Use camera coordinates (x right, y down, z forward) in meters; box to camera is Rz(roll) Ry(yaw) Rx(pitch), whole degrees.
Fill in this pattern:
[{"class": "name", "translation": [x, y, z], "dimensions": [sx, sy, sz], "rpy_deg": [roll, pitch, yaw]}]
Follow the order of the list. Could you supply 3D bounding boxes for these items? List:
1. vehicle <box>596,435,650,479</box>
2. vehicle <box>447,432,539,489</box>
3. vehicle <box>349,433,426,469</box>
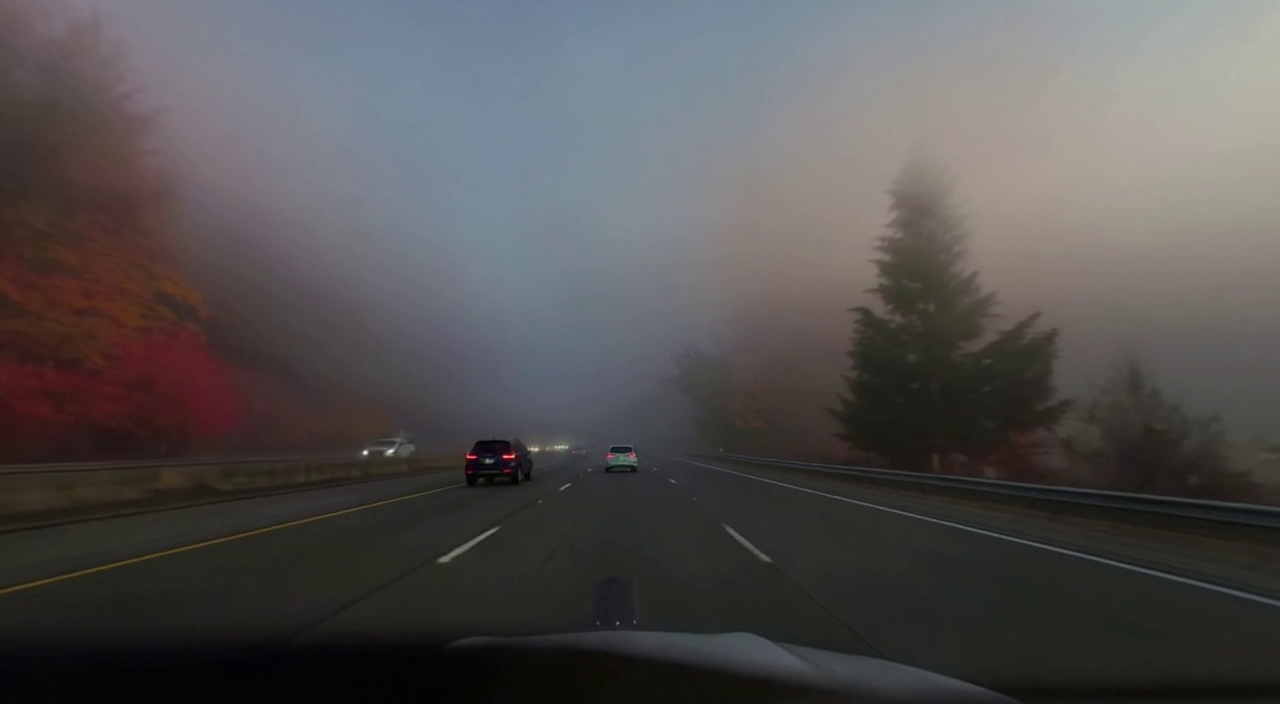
[{"class": "vehicle", "translation": [-0.700, 4.395, 26.385], "dimensions": [2.115, 1.661, 4.049], "rpy_deg": [0, -9, -1]}, {"class": "vehicle", "translation": [-4.814, 3.642, 21.285], "dimensions": [1.974, 1.688, 4.727], "rpy_deg": [-1, -9, 0]}, {"class": "vehicle", "translation": [-12.669, 5.020, 31.740], "dimensions": [2.032, 1.672, 4.515], "rpy_deg": [-1, -9, 0]}]
